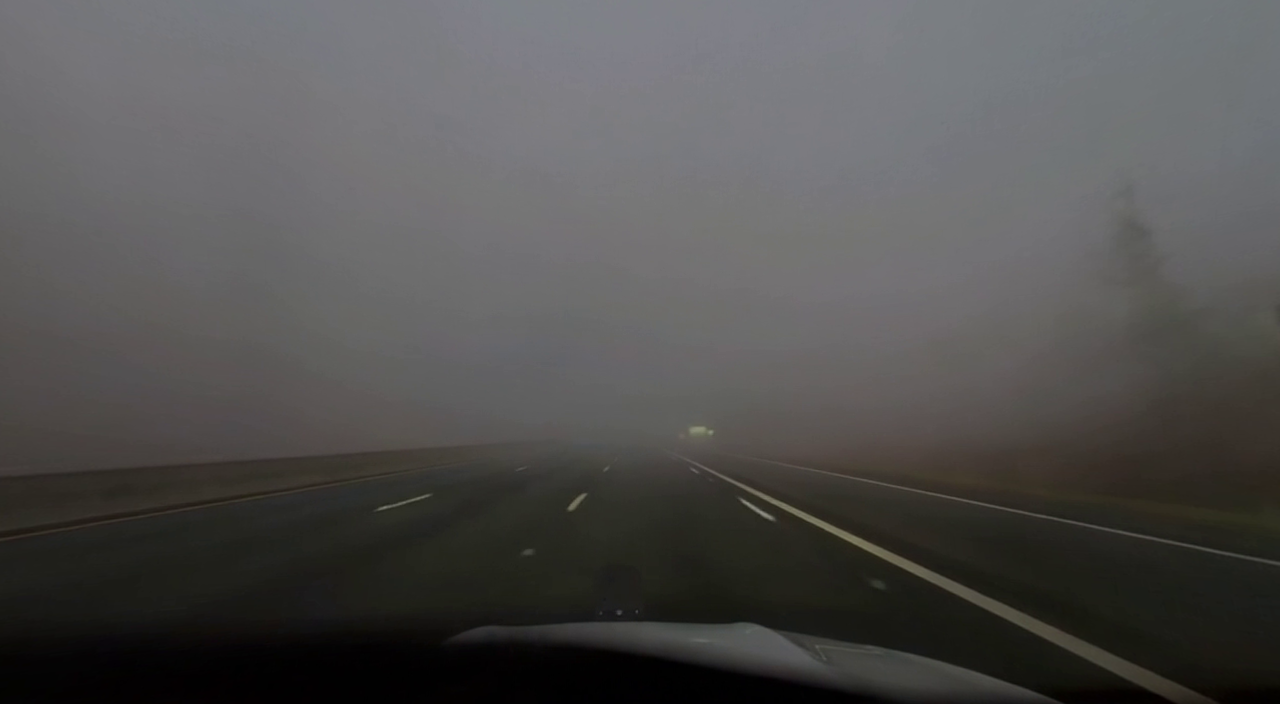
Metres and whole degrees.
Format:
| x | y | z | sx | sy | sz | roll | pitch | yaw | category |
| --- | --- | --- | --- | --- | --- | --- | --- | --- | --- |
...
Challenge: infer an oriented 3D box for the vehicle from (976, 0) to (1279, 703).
| x | y | z | sx | sy | sz | roll | pitch | yaw | category |
| --- | --- | --- | --- | --- | --- | --- | --- | --- | --- |
| 4.179 | -0.497 | 1.766 | 3.049 | 3.826 | 6.146 | -1 | -8 | 2 | vehicle |
